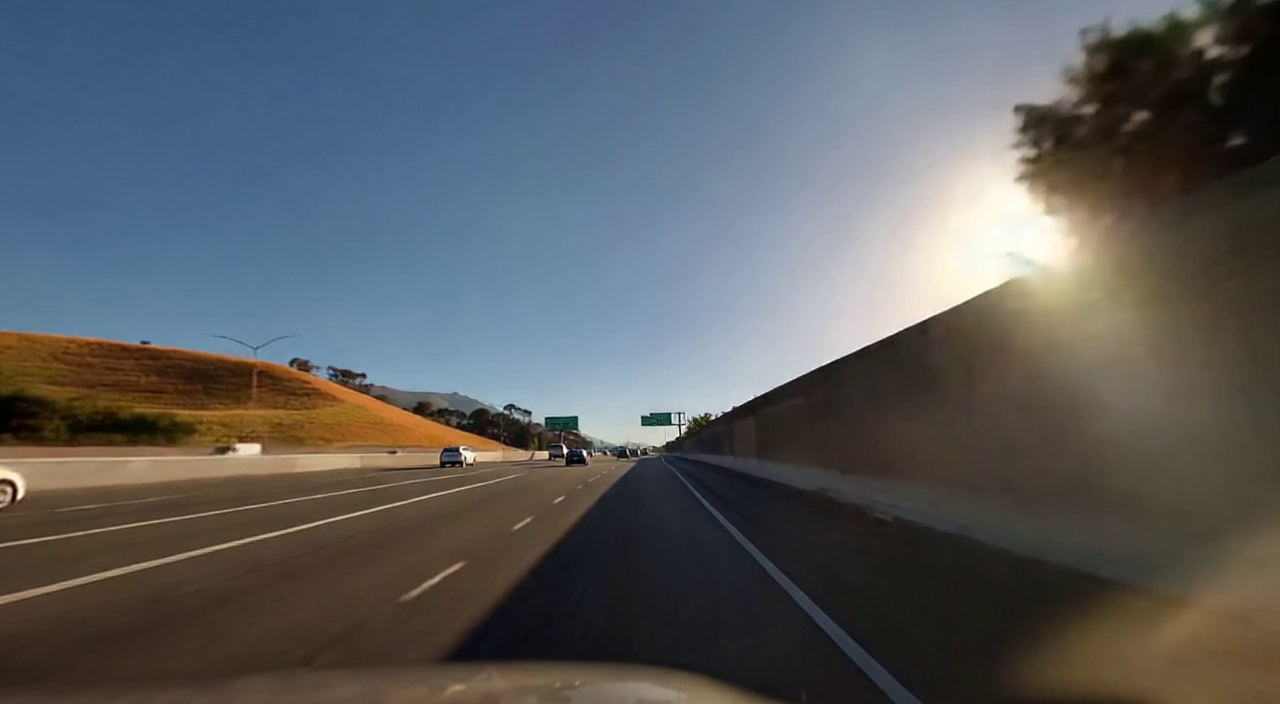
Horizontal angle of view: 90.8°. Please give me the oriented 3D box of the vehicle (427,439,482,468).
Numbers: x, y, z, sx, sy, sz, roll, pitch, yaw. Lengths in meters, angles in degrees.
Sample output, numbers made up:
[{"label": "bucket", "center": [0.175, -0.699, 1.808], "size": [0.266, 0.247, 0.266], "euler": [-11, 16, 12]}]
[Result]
[{"label": "vehicle", "center": [-12.316, 6.763, 42.274], "size": [2.076, 1.766, 4.831], "euler": [0, -8, 2]}]

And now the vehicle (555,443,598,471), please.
[{"label": "vehicle", "center": [-3.561, 5.970, 36.102], "size": [1.931, 1.492, 4.076], "euler": [0, -8, 1]}]
